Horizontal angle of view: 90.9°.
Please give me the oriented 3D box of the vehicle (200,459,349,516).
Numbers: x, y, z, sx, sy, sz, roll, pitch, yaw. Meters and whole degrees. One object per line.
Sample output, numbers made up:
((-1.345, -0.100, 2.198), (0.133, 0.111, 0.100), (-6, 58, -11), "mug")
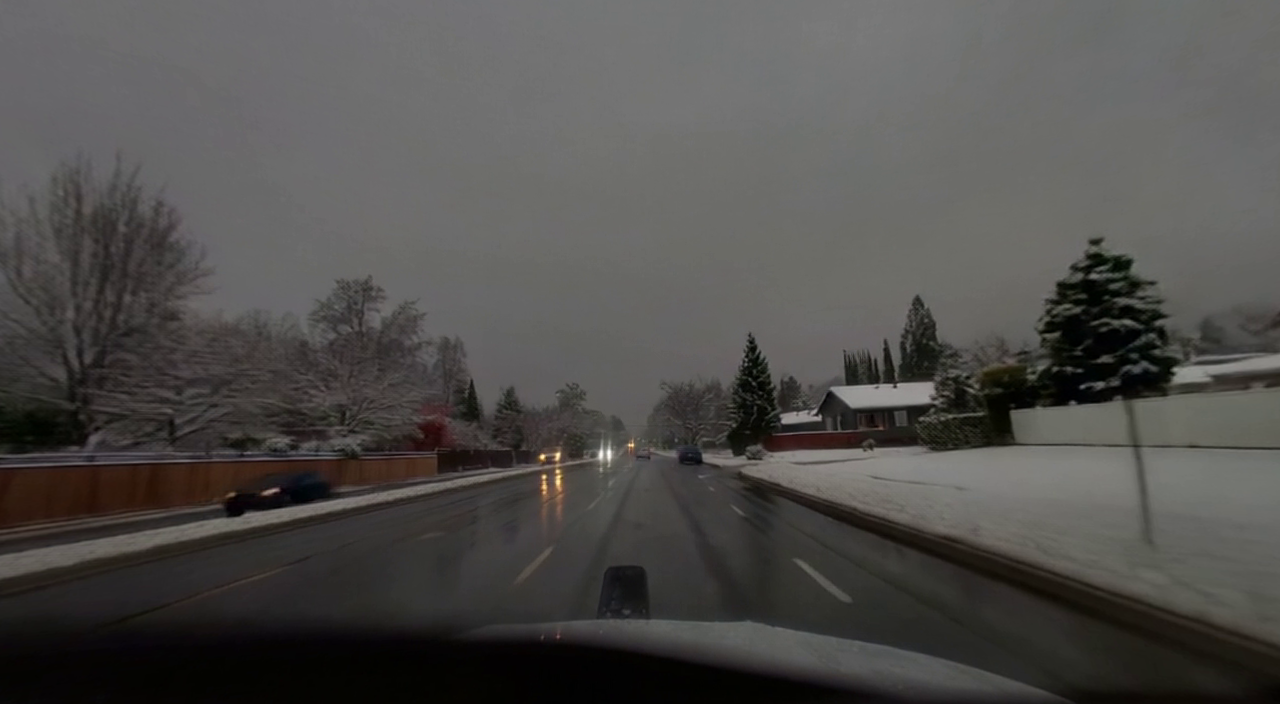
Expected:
((-11.628, 4.306, 20.518), (1.947, 1.513, 4.710), (0, -9, 1), "vehicle")

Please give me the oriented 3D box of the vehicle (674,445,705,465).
((3.817, 7.959, 48.908), (2.011, 1.507, 4.769), (0, -9, 0), "vehicle")
